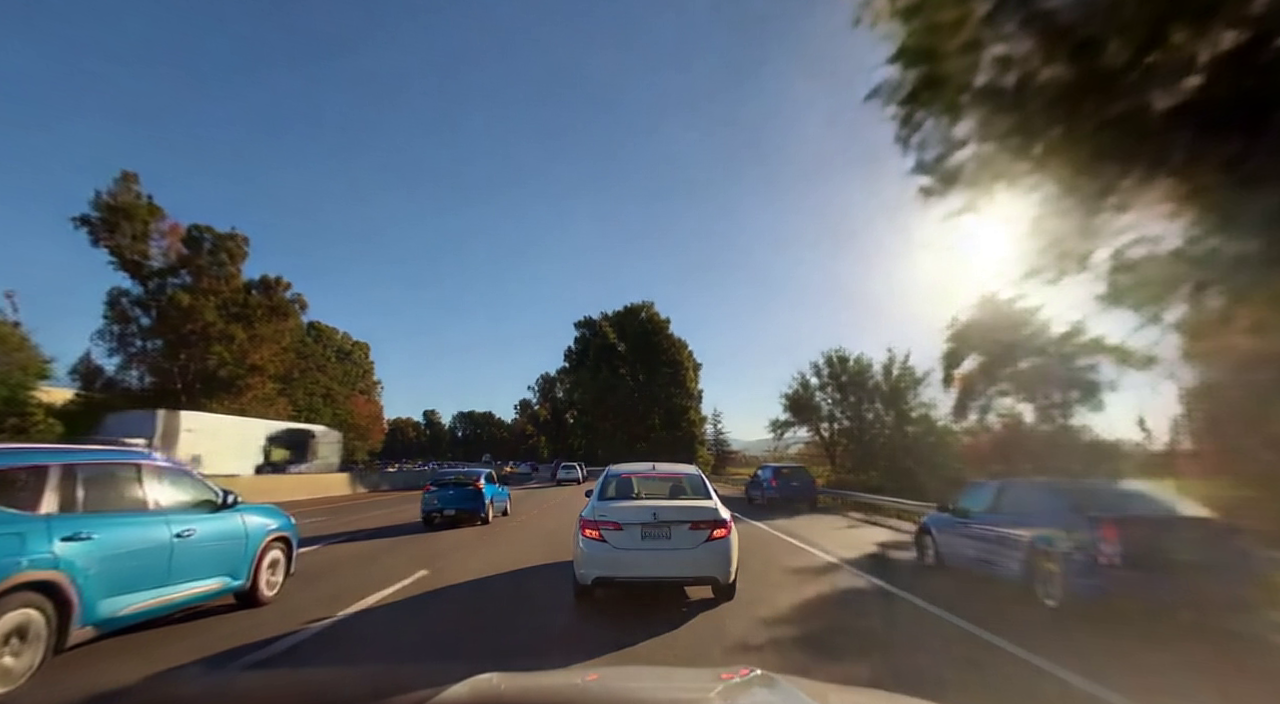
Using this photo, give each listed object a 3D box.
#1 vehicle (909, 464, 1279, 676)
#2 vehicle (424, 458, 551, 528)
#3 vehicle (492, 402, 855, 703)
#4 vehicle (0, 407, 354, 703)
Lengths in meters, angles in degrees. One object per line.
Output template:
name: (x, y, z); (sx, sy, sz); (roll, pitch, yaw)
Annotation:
vehicle: (4.600, 1.872, 6.423); (1.870, 1.382, 4.287); (1, -11, 1)
vehicle: (-3.709, 3.560, 16.299); (1.960, 1.502, 4.593); (0, -11, 3)
vehicle: (0.175, 1.546, 5.740); (2.057, 1.725, 4.126); (1, -11, -1)
vehicle: (-3.914, 1.269, 4.156); (1.994, 1.556, 4.263); (1, -11, 0)
